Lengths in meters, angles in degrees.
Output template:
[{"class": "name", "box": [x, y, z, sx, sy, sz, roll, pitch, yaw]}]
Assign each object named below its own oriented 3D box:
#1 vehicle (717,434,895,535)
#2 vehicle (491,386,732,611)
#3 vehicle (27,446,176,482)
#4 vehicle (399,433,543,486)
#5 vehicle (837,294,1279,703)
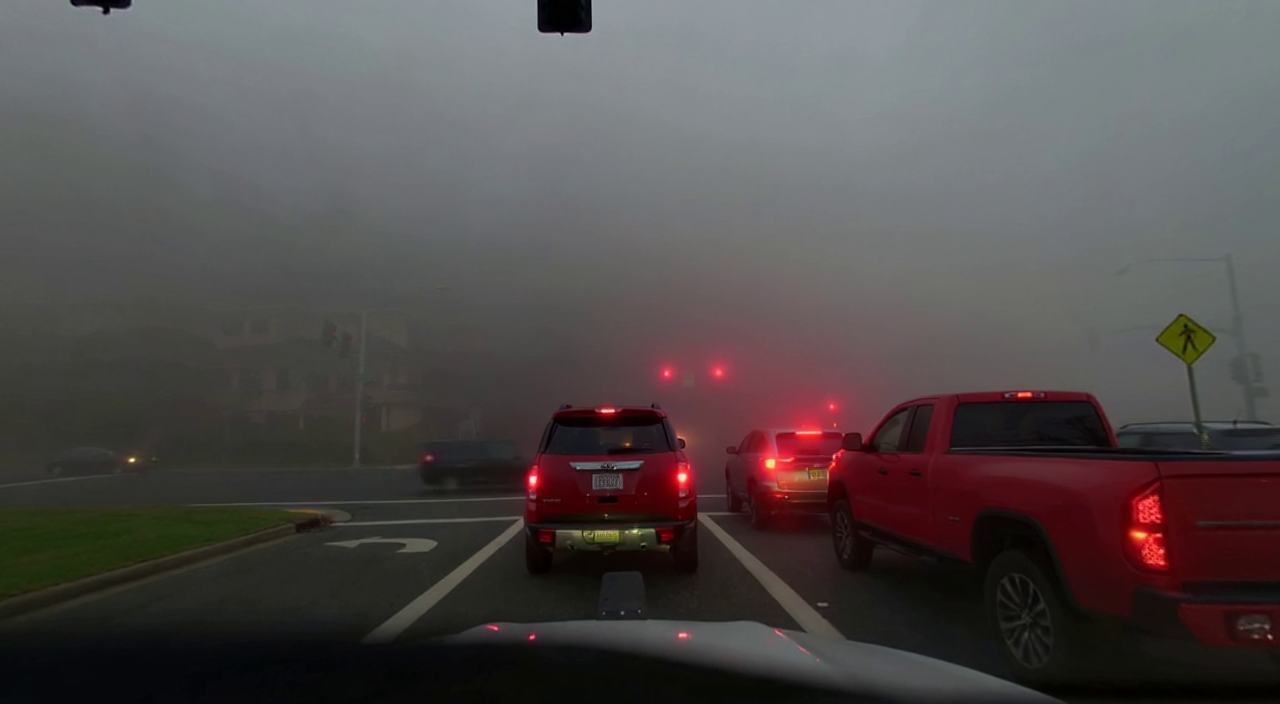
[{"class": "vehicle", "box": [2.709, 2.270, 11.533, 1.952, 1.465, 4.421, 0, -8, -2]}, {"class": "vehicle", "box": [-0.257, 1.414, 6.825, 1.915, 1.780, 3.379, 0, -8, -1]}, {"class": "vehicle", "box": [-22.928, 4.778, 27.060, 4.533, 1.350, 1.714, 0, -8, -9]}, {"class": "vehicle", "box": [-5.815, 3.763, 22.314, 4.635, 1.755, 1.882, 1, -8, -8]}, {"class": "vehicle", "box": [2.980, 1.003, 3.789, 1.886, 1.849, 5.070, 0, -8, -1]}]
